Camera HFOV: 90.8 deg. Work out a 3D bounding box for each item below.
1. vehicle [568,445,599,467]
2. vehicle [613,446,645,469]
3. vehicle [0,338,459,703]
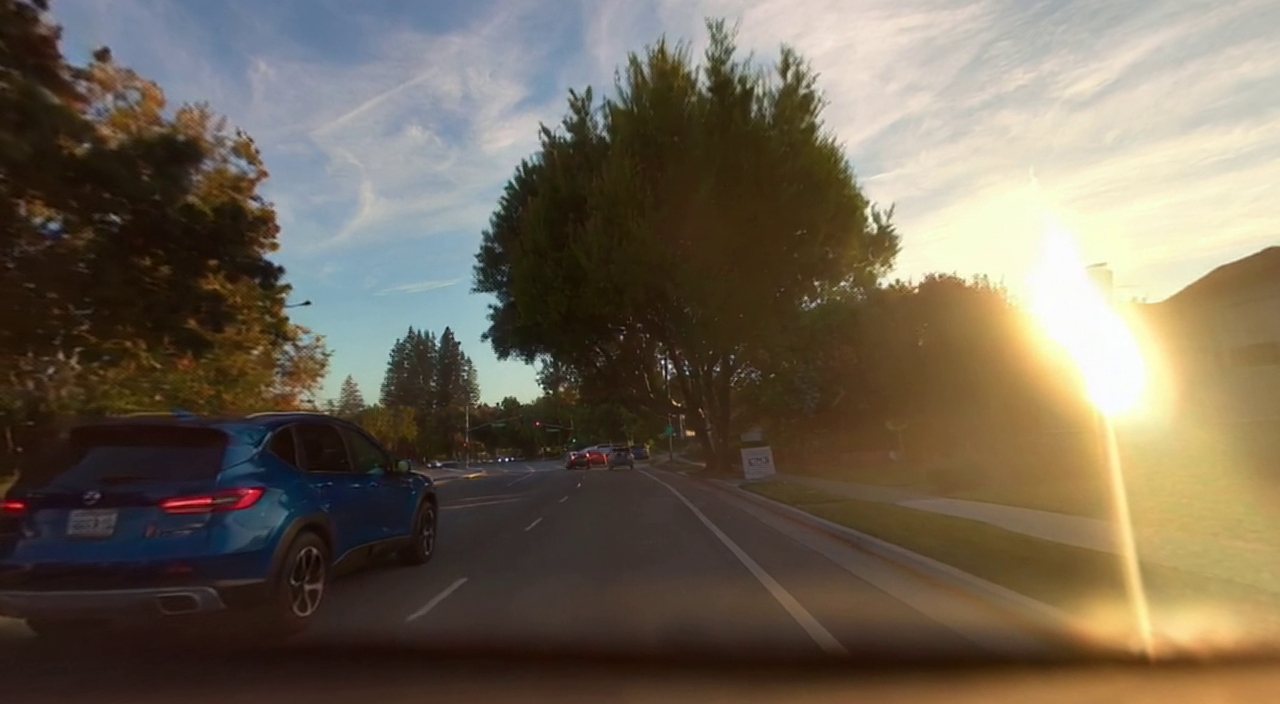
[{"bbox_3d":[-4.390,8.165,49.810,2.002,1.688,4.084,0,-8,1],"label":"vehicle"},{"bbox_3d":[-0.751,7.071,42.607,2.016,1.470,3.784,0,-8,-1],"label":"vehicle"},{"bbox_3d":[-3.615,1.300,5.788,2.276,1.960,5.561,0,-8,0],"label":"vehicle"}]
